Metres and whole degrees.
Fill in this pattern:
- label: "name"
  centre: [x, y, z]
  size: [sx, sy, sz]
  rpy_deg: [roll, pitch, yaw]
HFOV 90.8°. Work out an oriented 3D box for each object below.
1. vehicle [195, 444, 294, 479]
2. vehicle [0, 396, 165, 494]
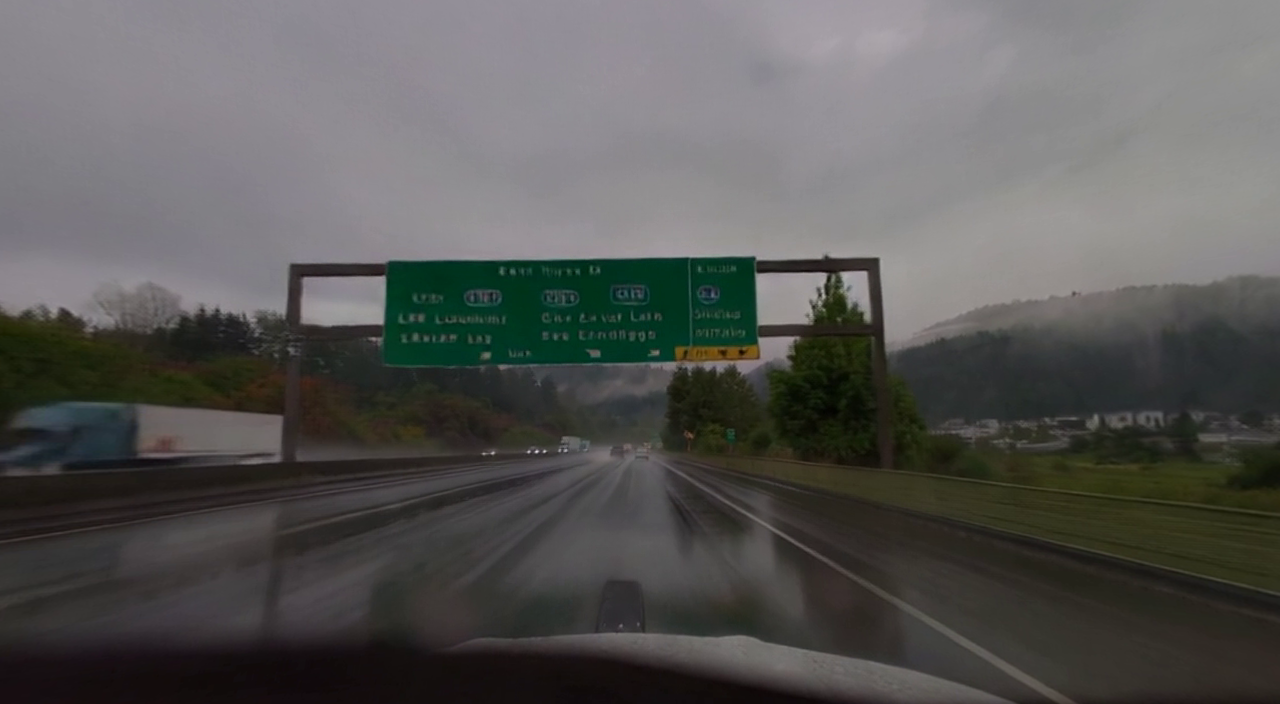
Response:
- label: "vehicle"
  centre: [-20.798, 5.773, 33.500]
  size: [2.042, 1.674, 4.948]
  rpy_deg: [0, -9, -1]
- label: "vehicle"
  centre: [-25.540, 4.195, 28.443]
  size: [2.916, 3.874, 6.628]
  rpy_deg: [0, -9, -1]
